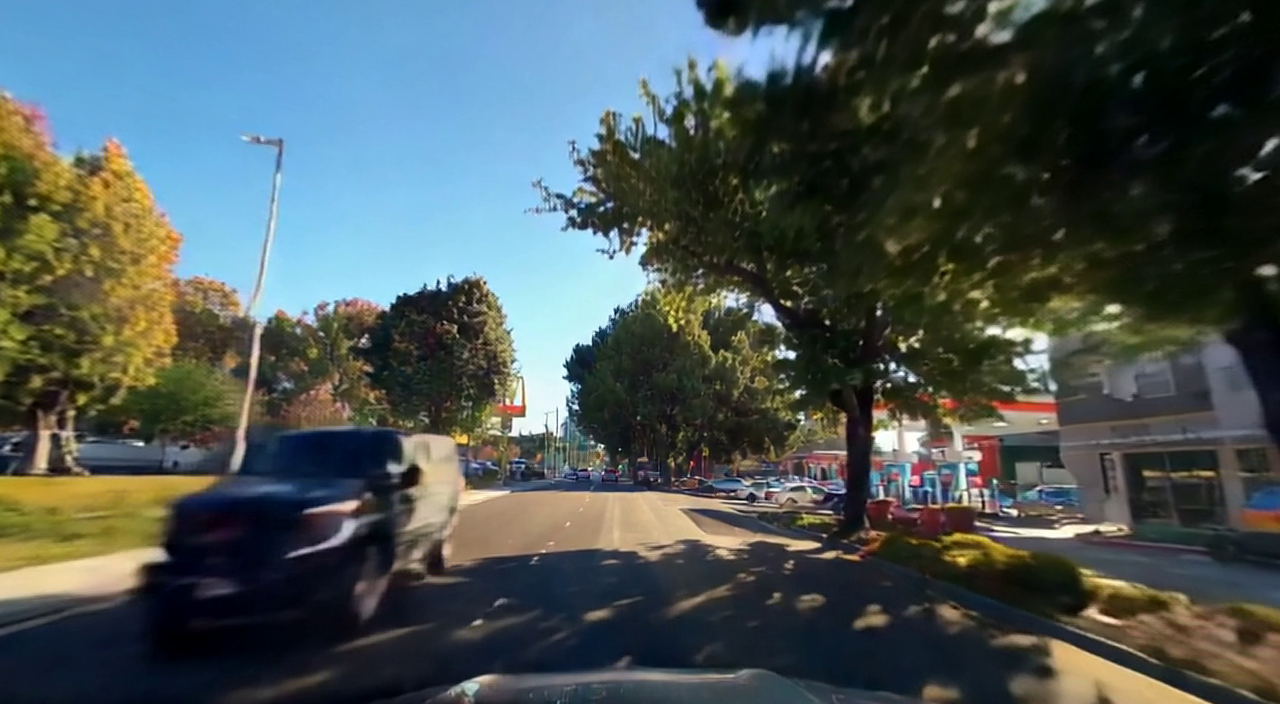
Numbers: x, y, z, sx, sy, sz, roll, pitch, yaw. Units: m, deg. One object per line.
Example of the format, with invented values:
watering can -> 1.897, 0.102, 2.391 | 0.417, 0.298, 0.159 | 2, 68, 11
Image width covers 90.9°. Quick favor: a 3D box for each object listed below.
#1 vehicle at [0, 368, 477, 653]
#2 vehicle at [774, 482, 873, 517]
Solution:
vehicle -> -3.440, 1.504, 6.784 | 2.165, 1.889, 4.825 | 2, -10, -2
vehicle -> 9.022, 7.285, 31.225 | 4.316, 1.462, 1.921 | 2, -10, -4
